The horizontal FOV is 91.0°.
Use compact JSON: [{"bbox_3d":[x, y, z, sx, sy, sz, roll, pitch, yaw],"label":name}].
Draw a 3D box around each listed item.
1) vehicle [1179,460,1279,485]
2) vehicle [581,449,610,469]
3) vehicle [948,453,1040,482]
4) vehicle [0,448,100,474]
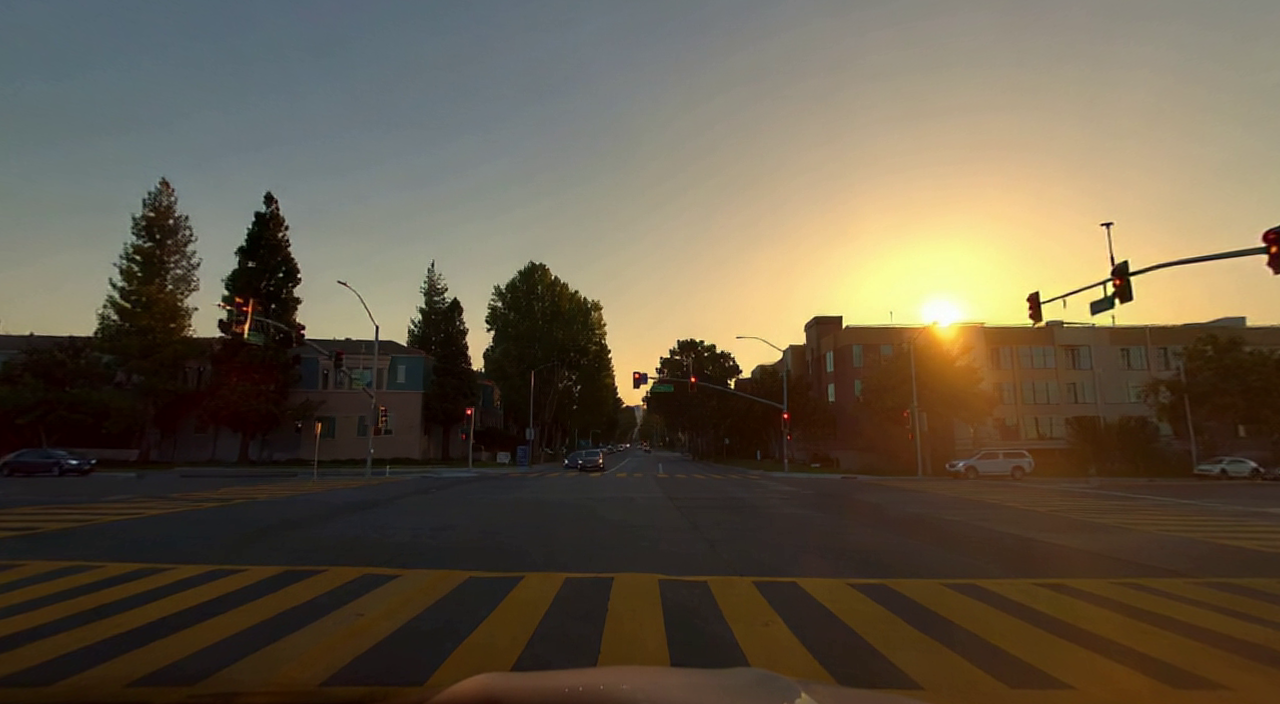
[{"bbox_3d":[36.201,7.314,38.305,4.976,1.428,1.929,0,-8,-2],"label":"vehicle"},{"bbox_3d":[-3.459,8.354,49.205,1.908,1.441,4.142,0,-8,1],"label":"vehicle"},{"bbox_3d":[21.088,6.877,37.592,4.447,1.623,1.801,0,-9,-3],"label":"vehicle"},{"bbox_3d":[-35.147,6.415,37.181,4.741,1.447,1.807,0,-9,0],"label":"vehicle"}]
